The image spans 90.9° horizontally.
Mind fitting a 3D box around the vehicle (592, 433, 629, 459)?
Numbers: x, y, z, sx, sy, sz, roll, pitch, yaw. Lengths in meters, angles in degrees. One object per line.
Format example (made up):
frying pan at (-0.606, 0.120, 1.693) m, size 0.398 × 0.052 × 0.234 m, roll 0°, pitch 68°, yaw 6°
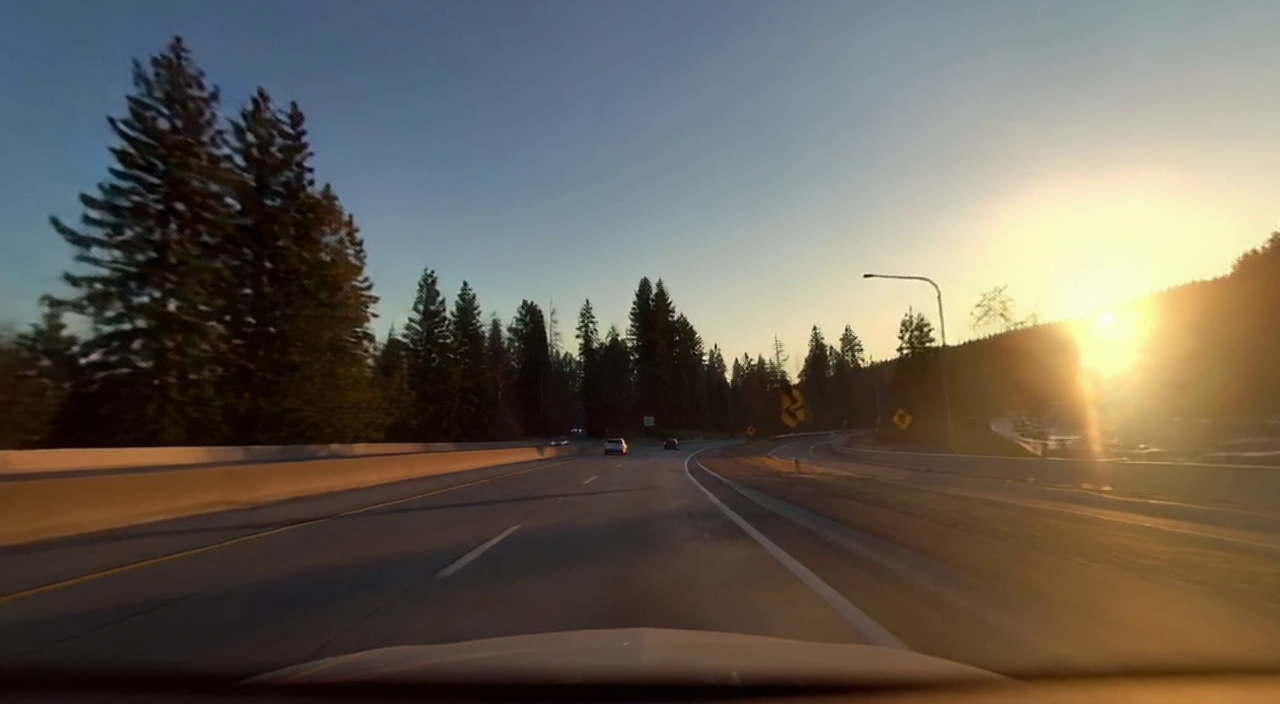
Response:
vehicle at (-2.066, 6.745, 45.347) m, size 2.129 × 1.742 × 4.217 m, roll -1°, pitch -8°, yaw 5°
